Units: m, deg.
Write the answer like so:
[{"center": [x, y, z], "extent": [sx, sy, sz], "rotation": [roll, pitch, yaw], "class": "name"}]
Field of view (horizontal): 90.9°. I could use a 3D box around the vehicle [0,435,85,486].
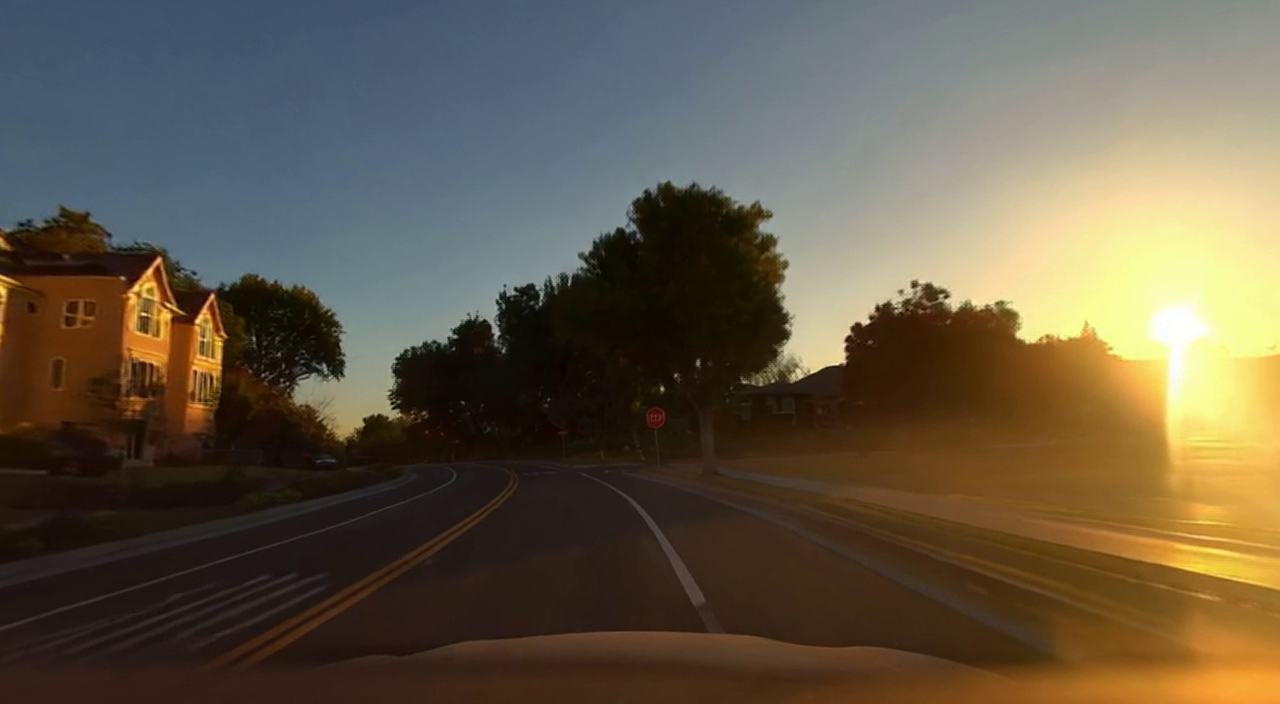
[{"center": [-26.724, 4.656, 27.368], "extent": [2.063, 2.001, 5.448], "rotation": [3, -9, -21], "class": "vehicle"}]
